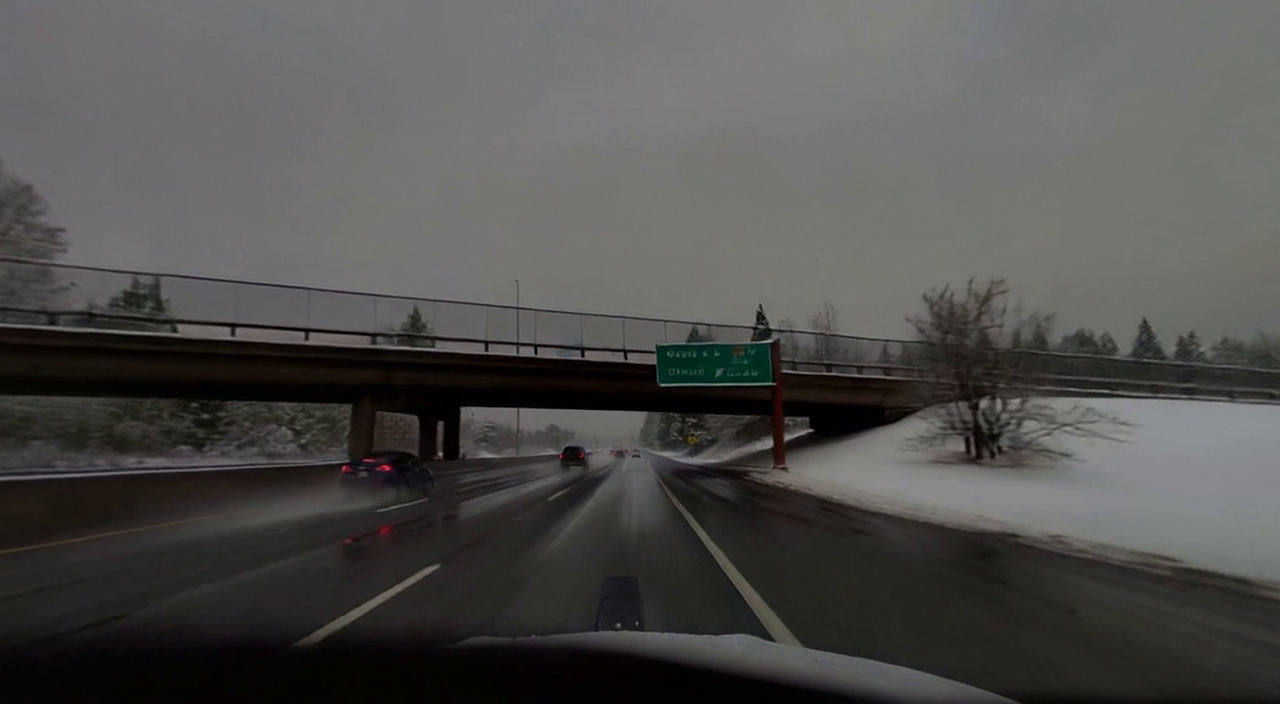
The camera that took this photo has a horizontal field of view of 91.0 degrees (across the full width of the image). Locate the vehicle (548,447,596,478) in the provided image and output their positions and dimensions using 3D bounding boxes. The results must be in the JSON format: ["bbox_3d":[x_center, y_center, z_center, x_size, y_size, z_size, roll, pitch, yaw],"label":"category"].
[{"bbox_3d":[-3.755,6.180,35.483,2.102,1.571,4.666,0,-9,1],"label":"vehicle"}]

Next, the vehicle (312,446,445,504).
[{"bbox_3d":[-7.699,3.637,19.126,2.002,1.507,4.631,0,-9,0],"label":"vehicle"}]
